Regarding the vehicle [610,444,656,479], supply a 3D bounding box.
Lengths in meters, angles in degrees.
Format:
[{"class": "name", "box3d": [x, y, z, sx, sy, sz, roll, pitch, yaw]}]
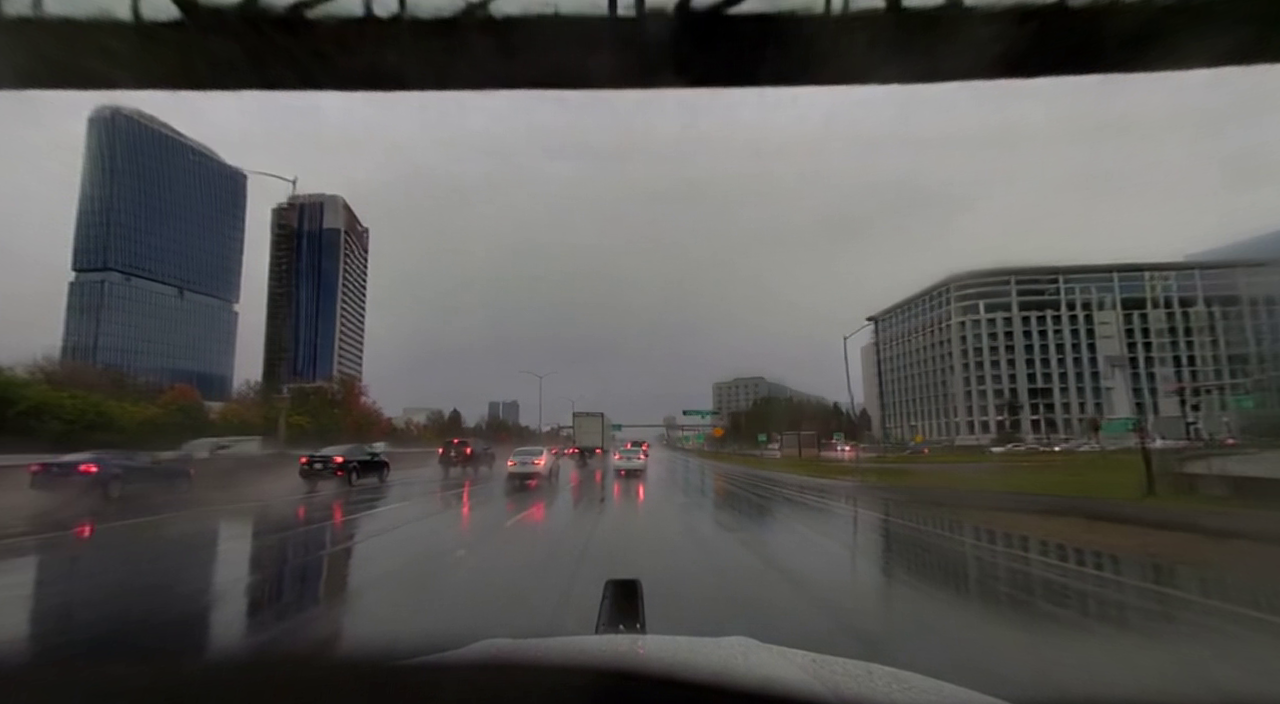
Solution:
[{"class": "vehicle", "box3d": [-0.286, 5.048, 29.289, 1.991, 1.488, 3.922, 0, -9, 0]}]

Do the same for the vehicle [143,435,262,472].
[{"class": "vehicle", "box3d": [-23.215, 5.421, 33.811, 2.245, 1.759, 5.725, 0, -9, 1]}]

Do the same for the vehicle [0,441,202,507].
[{"class": "vehicle", "box3d": [-14.455, 3.168, 16.866, 1.948, 1.483, 4.814, 0, -9, 0]}]

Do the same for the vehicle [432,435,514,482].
[{"class": "vehicle", "box3d": [-7.142, 4.613, 27.537, 2.190, 1.821, 4.800, 0, -9, 1]}]

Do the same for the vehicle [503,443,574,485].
[{"class": "vehicle", "box3d": [-3.895, 4.379, 24.898, 2.016, 1.497, 4.235, 0, -9, 1]}]

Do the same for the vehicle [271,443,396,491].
[{"class": "vehicle", "box3d": [-10.666, 4.007, 22.399, 1.987, 1.495, 4.710, 0, -9, 1]}]
